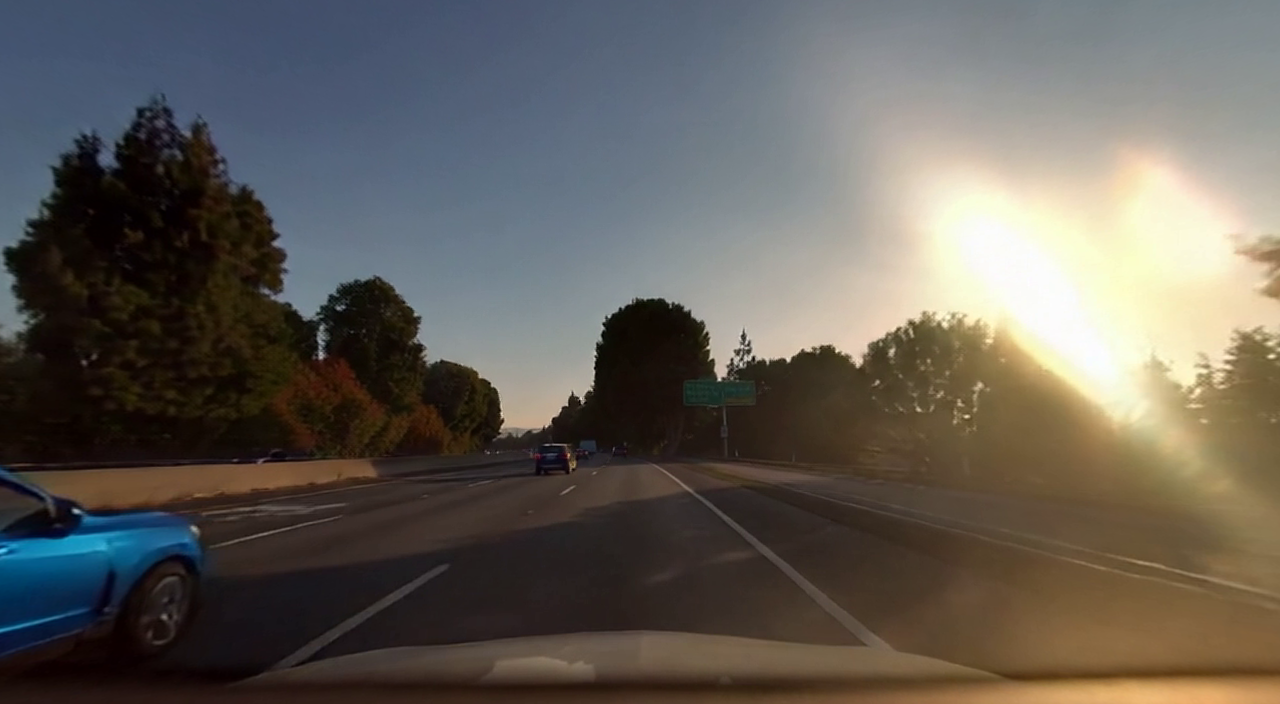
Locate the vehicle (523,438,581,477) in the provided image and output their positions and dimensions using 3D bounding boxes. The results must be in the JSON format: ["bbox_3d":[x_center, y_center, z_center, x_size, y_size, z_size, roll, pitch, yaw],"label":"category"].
[{"bbox_3d":[-4.104,5.006,30.224,2.162,1.724,4.537,0,-8,-1],"label":"vehicle"}]

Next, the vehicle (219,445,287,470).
[{"bbox_3d":[-25.656,6.979,42.021,1.868,1.559,4.368,0,-8,-2],"label":"vehicle"}]
